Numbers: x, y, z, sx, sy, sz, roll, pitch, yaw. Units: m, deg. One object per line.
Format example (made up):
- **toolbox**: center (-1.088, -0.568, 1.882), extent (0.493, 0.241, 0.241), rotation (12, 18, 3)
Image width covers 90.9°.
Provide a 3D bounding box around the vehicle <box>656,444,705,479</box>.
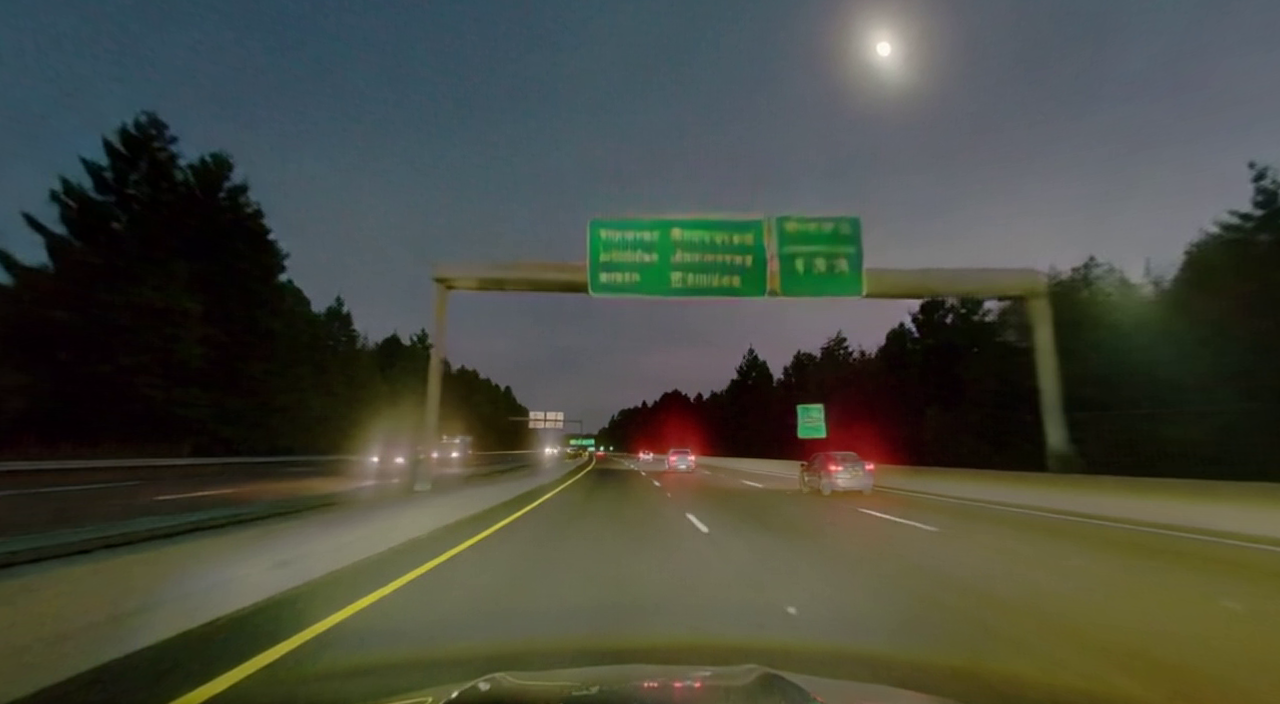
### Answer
- **vehicle**: center (1.890, 5.282, 30.694), extent (2.011, 1.590, 3.607), rotation (0, -9, -2)
